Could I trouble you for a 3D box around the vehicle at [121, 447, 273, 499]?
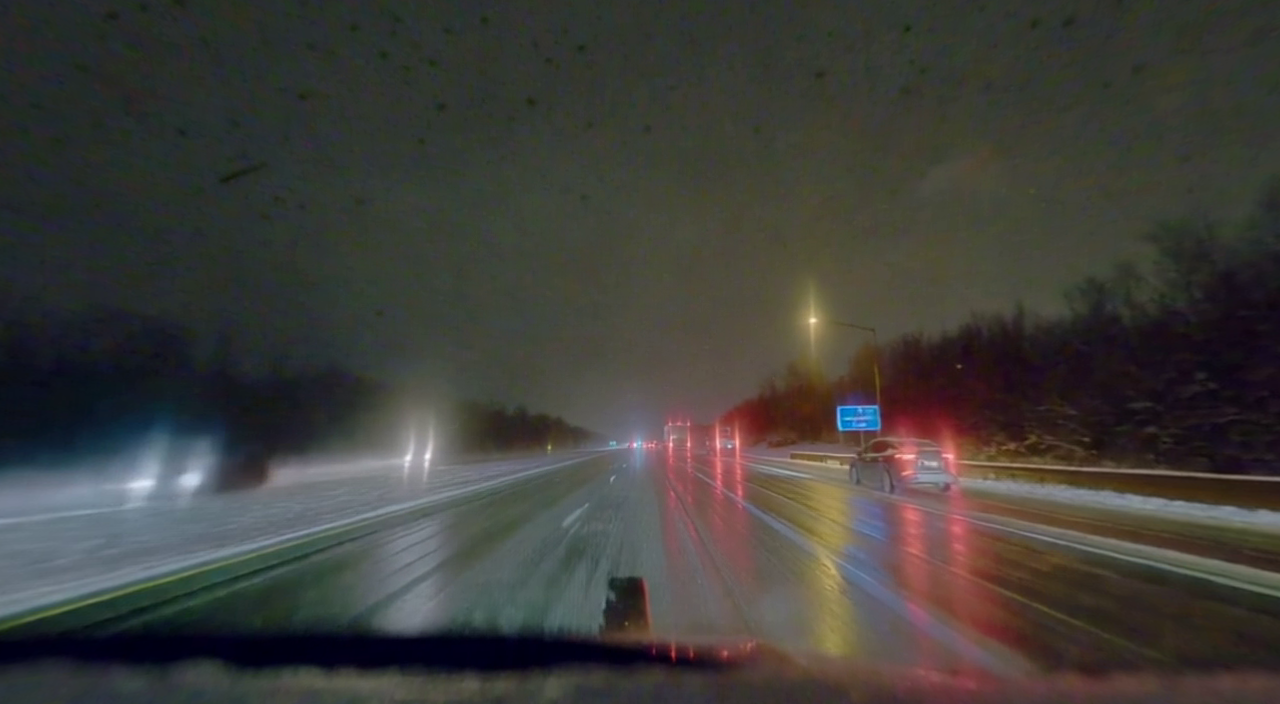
[{"bbox_3d":[-15.193,4.124,21.943,1.905,1.556,4.576,0,-8,1],"label":"vehicle"}]
